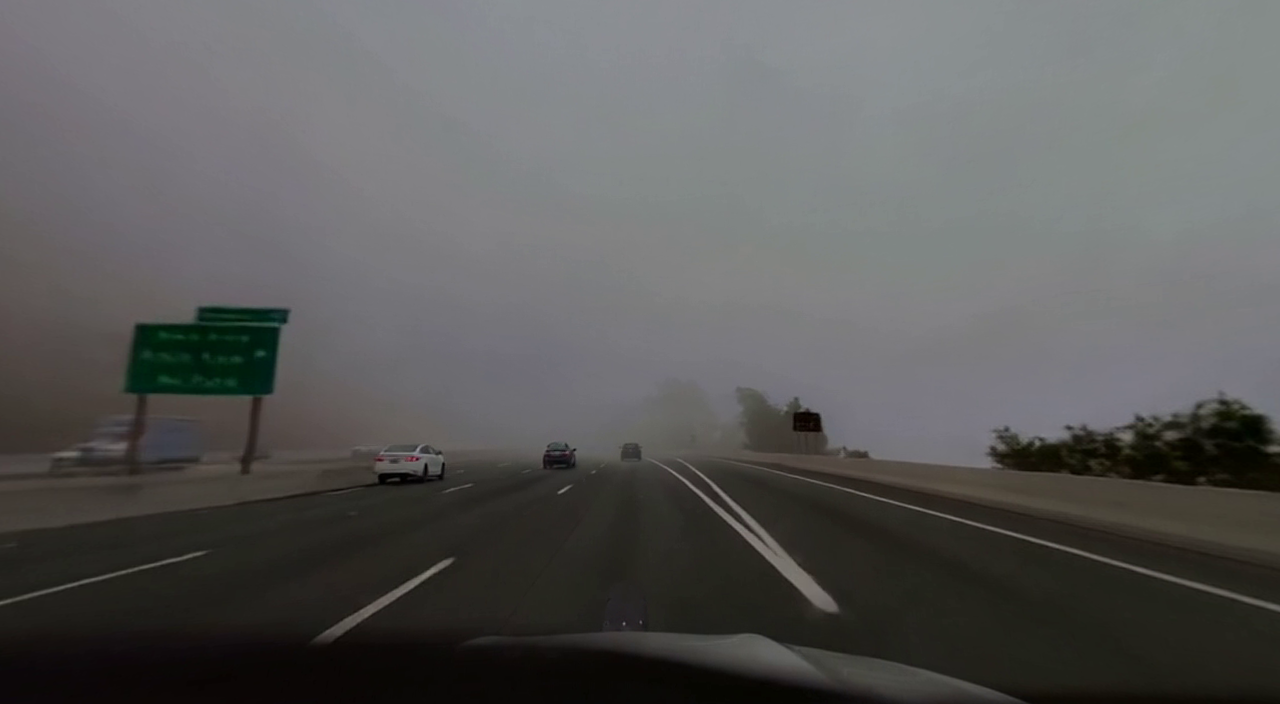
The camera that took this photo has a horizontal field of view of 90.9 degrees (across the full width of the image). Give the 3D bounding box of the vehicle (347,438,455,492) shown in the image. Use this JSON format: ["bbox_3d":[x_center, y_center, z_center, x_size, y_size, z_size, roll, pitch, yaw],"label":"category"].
[{"bbox_3d":[-7.936,3.780,21.399,2.086,1.628,4.039,0,-8,-1],"label":"vehicle"}]

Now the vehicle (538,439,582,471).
[{"bbox_3d":[-4.391,5.734,35.309,1.991,1.610,4.606,0,-8,-1],"label":"vehicle"}]

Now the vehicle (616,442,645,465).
[{"bbox_3d":[-0.664,6.939,43.151,1.881,1.460,3.694,0,-8,-1],"label":"vehicle"}]

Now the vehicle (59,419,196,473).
[{"bbox_3d":[-27.470,5.101,34.196,2.332,2.632,5.928,0,-8,0],"label":"vehicle"}]
